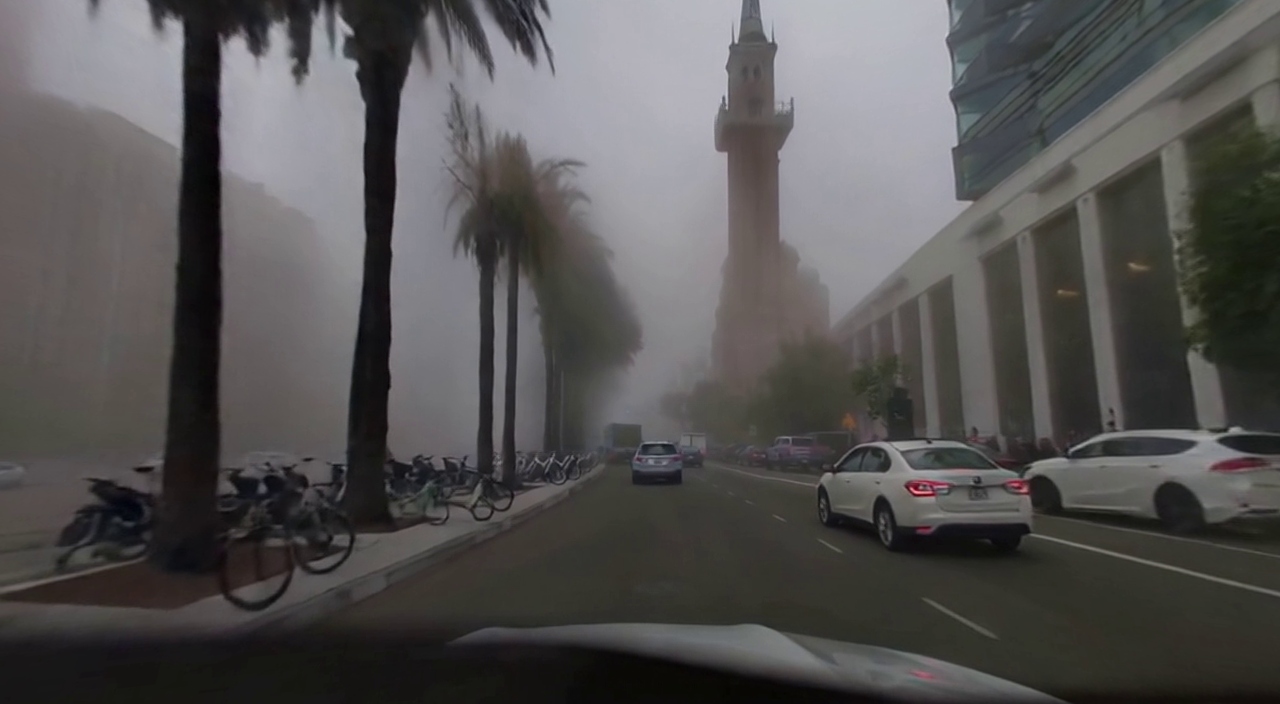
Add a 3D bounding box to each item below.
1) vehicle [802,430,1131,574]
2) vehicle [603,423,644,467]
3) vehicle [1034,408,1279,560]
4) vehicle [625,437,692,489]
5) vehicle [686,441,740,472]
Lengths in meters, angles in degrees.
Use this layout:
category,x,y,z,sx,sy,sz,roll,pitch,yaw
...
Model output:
category,x,y,z,sx,sy,sz,roll,pitch,yaw
vehicle,4.094,1.957,9.126,2.116,1.500,4.702,0,-9,-2
vehicle,-1.245,6.582,44.808,2.400,2.872,6.053,1,-9,-6
vehicle,9.139,1.993,10.102,2.225,1.887,5.177,0,-9,-1
vehicle,0.560,3.805,21.917,2.111,1.605,3.832,0,-9,-1
vehicle,3.854,5.634,34.250,1.981,1.572,4.718,1,-9,-5
